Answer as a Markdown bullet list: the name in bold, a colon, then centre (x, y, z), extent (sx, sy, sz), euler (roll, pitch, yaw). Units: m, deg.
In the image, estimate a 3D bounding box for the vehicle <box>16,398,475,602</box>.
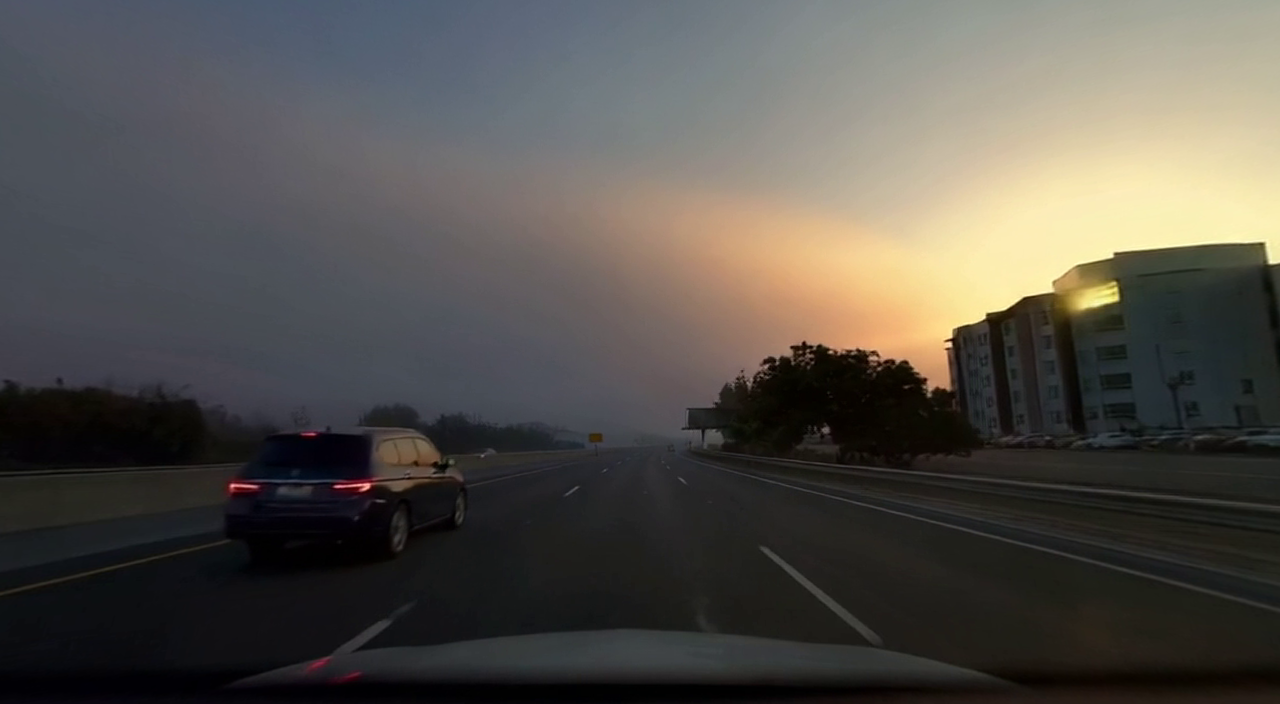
- **vehicle**: centre (-3.887, 1.589, 7.641), extent (2.327, 1.647, 4.908), euler (0, -9, 1)
